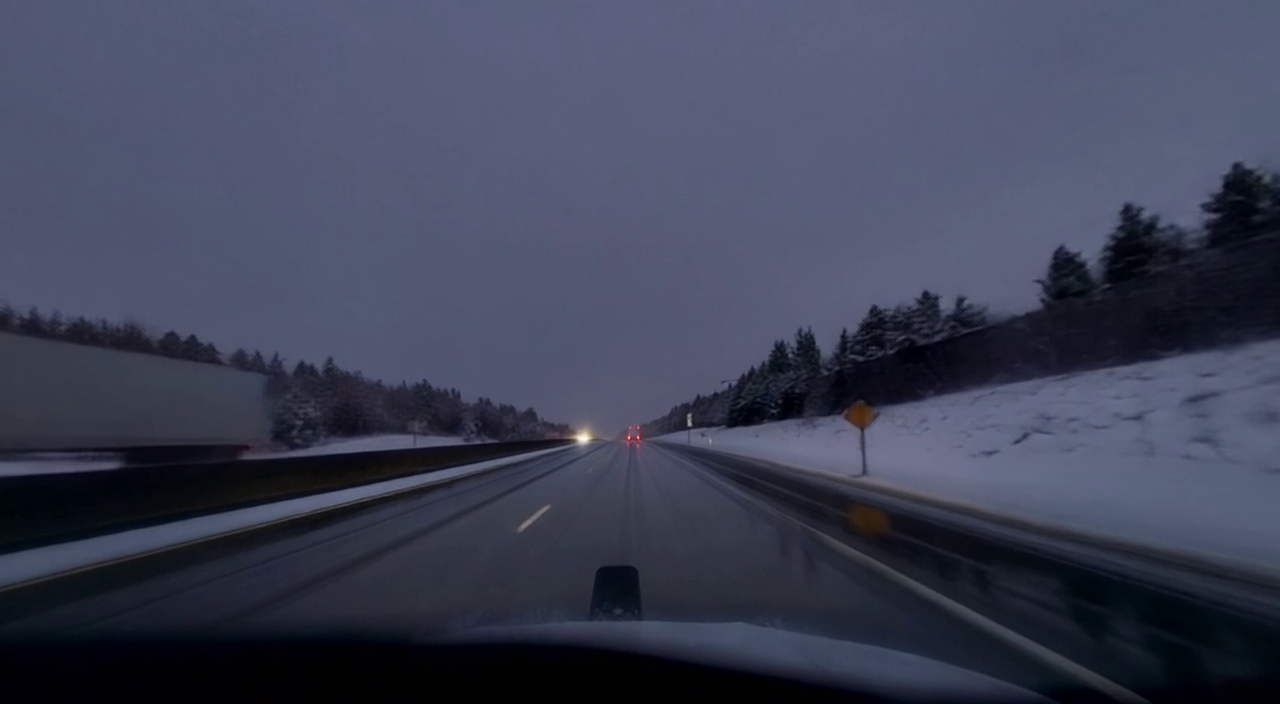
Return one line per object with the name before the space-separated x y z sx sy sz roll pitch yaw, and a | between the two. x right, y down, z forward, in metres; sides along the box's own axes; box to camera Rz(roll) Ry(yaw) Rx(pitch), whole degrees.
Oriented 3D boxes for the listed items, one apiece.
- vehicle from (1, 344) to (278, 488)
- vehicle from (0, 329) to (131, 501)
vehicle | -17.050 2.419 22.665 2.893 4.181 8.544 0 -8 -1
vehicle | -16.882 1.253 13.140 3.032 4.098 11.458 0 -8 -1
